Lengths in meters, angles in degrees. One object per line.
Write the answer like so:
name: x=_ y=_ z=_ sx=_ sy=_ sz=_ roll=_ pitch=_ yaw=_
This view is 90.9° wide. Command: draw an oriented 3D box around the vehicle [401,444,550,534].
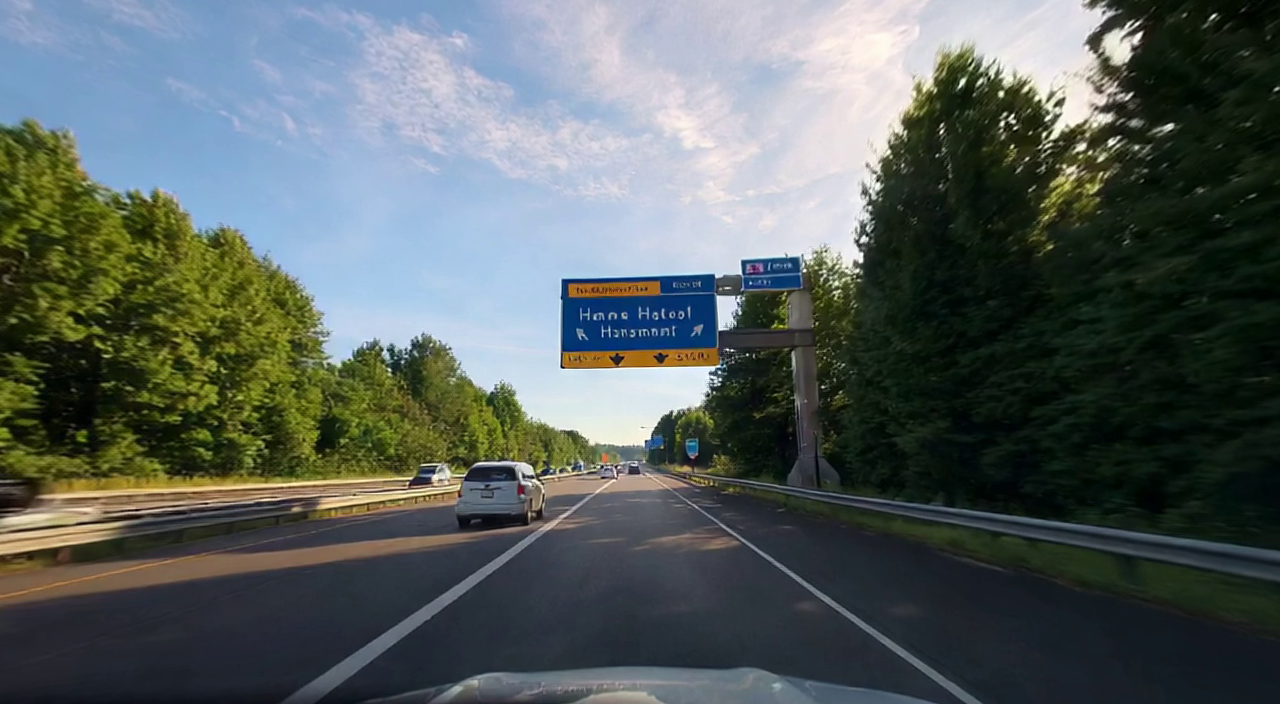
vehicle: x=-3.382 y=2.949 z=13.911 sx=2.104 sy=1.655 sz=4.039 roll=0 pitch=-10 yaw=1
